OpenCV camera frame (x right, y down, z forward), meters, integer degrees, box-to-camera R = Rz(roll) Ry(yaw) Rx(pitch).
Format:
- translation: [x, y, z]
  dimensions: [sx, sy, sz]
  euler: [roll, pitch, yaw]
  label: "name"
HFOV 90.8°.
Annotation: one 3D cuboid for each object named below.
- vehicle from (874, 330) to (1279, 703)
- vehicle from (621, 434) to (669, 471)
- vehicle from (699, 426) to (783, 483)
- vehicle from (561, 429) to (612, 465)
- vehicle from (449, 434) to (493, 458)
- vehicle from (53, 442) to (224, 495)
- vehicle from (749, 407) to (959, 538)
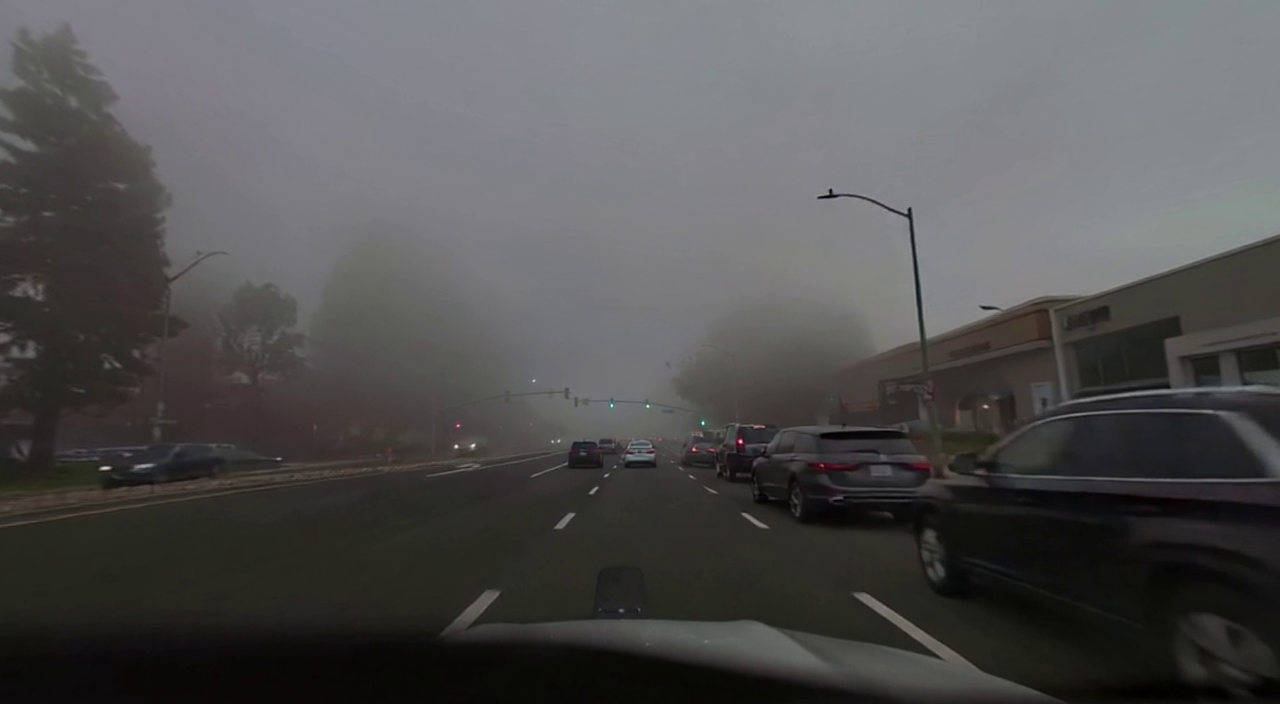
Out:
- translation: [3.269, 1.019, 3.826]
  dimensions: [2.037, 1.673, 4.844]
  euler: [-1, -8, 3]
  label: "vehicle"
- translation: [0.168, 4.584, 28.998]
  dimensions: [2.023, 1.532, 3.891]
  euler: [0, -8, -1]
  label: "vehicle"
- translation: [3.323, 3.474, 21.699]
  dimensions: [2.082, 1.727, 4.338]
  euler: [0, -8, -1]
  label: "vehicle"
- translation: [-2.853, 5.222, 34.729]
  dimensions: [2.280, 1.810, 4.903]
  euler: [0, -8, 1]
  label: "vehicle"
- translation: [-13.032, 7.287, 49.034]
  dimensions: [2.162, 1.777, 4.587]
  euler: [0, -8, 0]
  label: "vehicle"
- translation: [-15.378, 3.556, 19.734]
  dimensions: [1.846, 1.433, 4.274]
  euler: [0, -8, 0]
  label: "vehicle"
- translation: [3.245, 1.933, 10.704]
  dimensions: [1.963, 1.736, 4.374]
  euler: [0, -8, -1]
  label: "vehicle"
